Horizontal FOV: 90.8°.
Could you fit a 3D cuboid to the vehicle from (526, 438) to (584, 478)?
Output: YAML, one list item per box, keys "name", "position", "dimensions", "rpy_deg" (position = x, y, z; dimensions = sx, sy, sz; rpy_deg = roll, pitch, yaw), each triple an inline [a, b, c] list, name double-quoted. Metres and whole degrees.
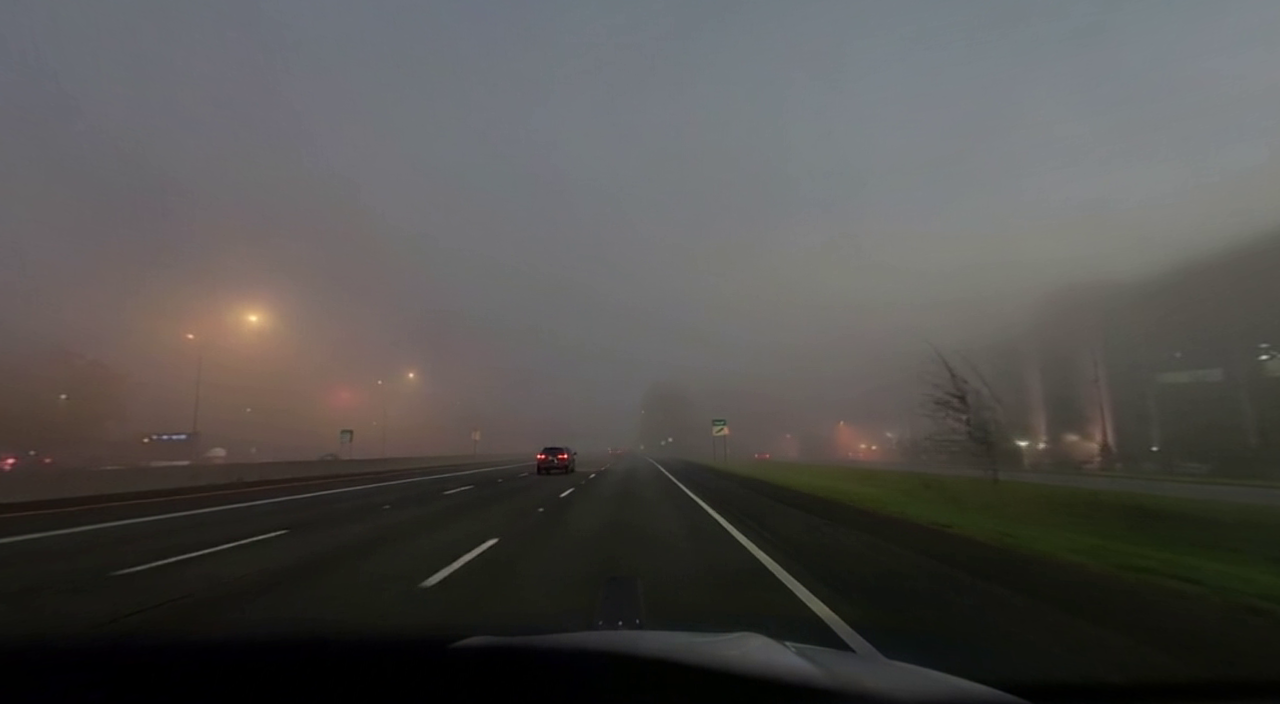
- name: "vehicle"
  position: [-4.061, 5.128, 30.938]
  dimensions: [2.150, 1.761, 4.697]
  rpy_deg: [0, -8, 1]
